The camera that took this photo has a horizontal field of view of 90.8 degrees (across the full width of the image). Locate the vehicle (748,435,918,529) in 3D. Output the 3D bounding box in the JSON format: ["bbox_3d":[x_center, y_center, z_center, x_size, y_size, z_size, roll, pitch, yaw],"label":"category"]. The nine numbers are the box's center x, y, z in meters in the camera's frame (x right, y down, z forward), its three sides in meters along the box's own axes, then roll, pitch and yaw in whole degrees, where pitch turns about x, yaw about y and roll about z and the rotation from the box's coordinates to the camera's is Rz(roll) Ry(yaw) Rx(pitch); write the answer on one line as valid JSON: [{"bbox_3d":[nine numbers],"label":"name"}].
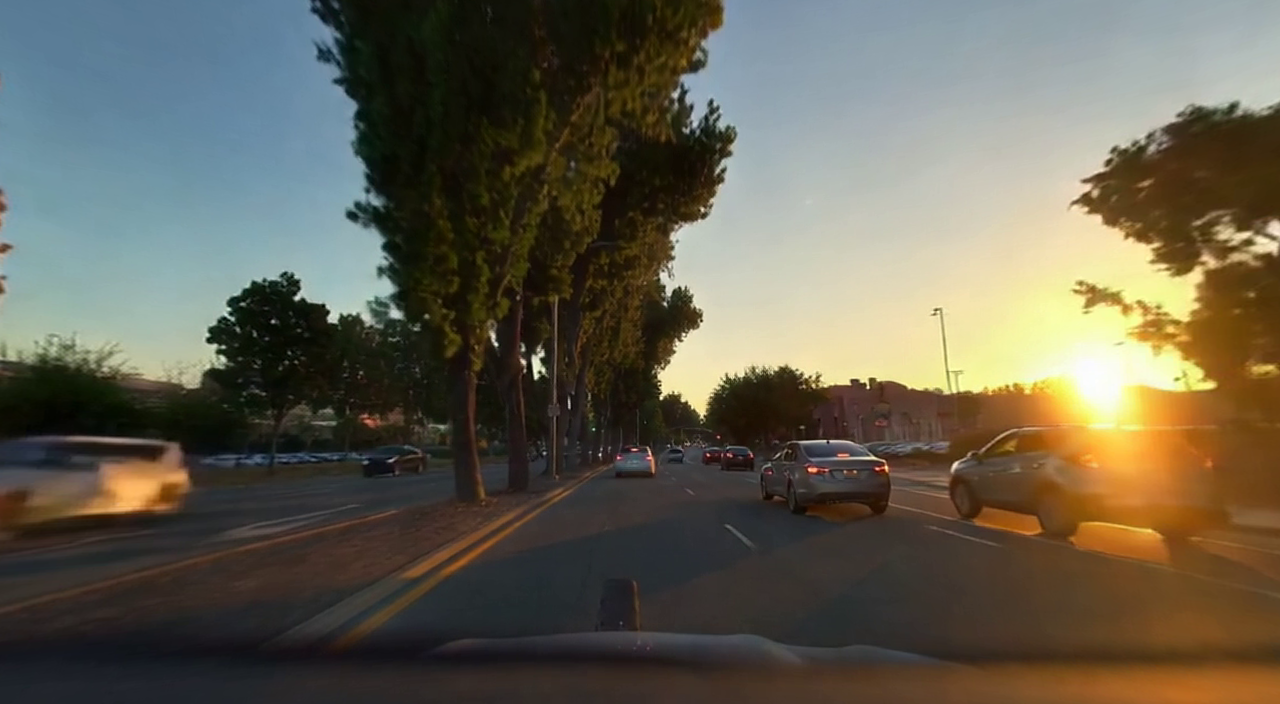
[{"bbox_3d":[3.436,2.391,12.212,1.858,1.466,4.230,0,-9,-1],"label":"vehicle"}]

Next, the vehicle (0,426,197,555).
[{"bbox_3d":[-9.547,2.081,9.919,1.950,1.717,4.299,0,-9,2],"label":"vehicle"}]

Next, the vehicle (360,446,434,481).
[{"bbox_3d":[-12.524,5.745,32.948,1.973,1.674,4.492,0,-9,1],"label":"vehicle"}]

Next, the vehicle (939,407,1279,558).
[{"bbox_3d":[6.973,1.927,10.008,2.134,1.810,4.590,0,-9,-1],"label":"vehicle"}]

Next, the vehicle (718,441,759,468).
[{"bbox_3d":[7.060,7.404,45.723,2.068,1.779,4.567,0,-9,-1],"label":"vehicle"}]

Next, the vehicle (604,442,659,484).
[{"bbox_3d":[-0.309,4.314,24.784,1.994,1.479,3.647,0,-9,0],"label":"vehicle"}]
